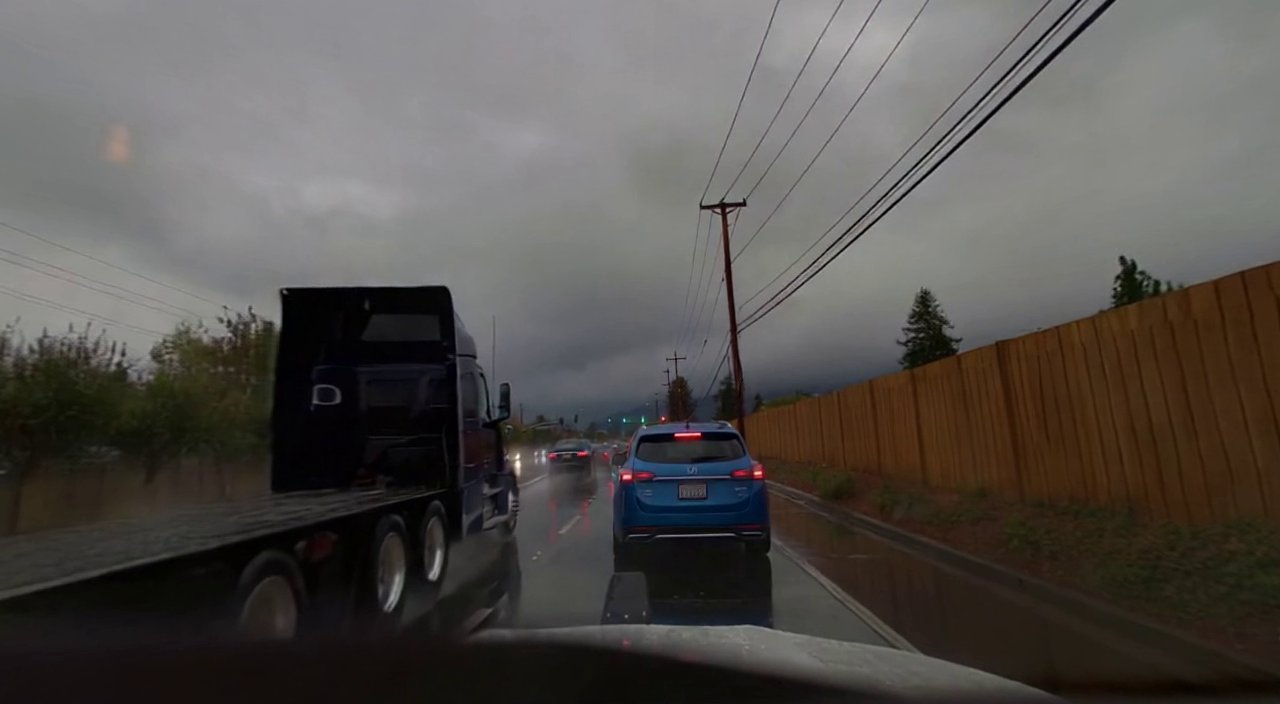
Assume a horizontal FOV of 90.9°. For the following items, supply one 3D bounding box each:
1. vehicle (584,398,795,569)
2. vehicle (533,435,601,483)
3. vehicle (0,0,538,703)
[{"bbox_3d":[0.483,1.670,8.658,2.174,1.749,4.113,0,-9,-1],"label":"vehicle"},{"bbox_3d":[-2.707,4.092,24.347,2.037,1.639,4.213,0,-9,2],"label":"vehicle"},{"bbox_3d":[-3.130,0.366,5.067,2.928,3.658,8.980,0,-9,1],"label":"vehicle"}]
